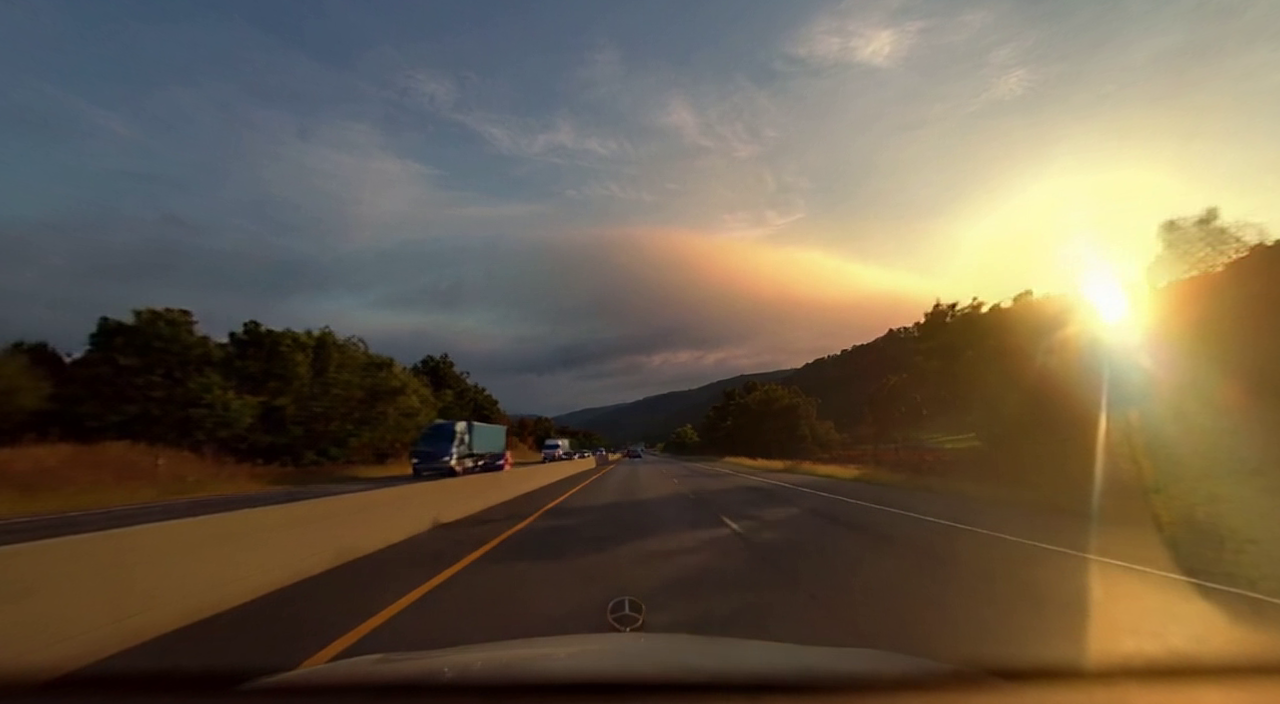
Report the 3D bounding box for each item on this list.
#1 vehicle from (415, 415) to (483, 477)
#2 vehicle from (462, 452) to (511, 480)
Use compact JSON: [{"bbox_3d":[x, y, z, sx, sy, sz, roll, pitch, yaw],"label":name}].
[{"bbox_3d":[-13.396,6.674,44.731,3.016,4.009,5.868,0,-9,-1],"label":"vehicle"},{"bbox_3d":[-8.820,6.580,36.571,1.864,1.460,4.134,0,-9,0],"label":"vehicle"}]
